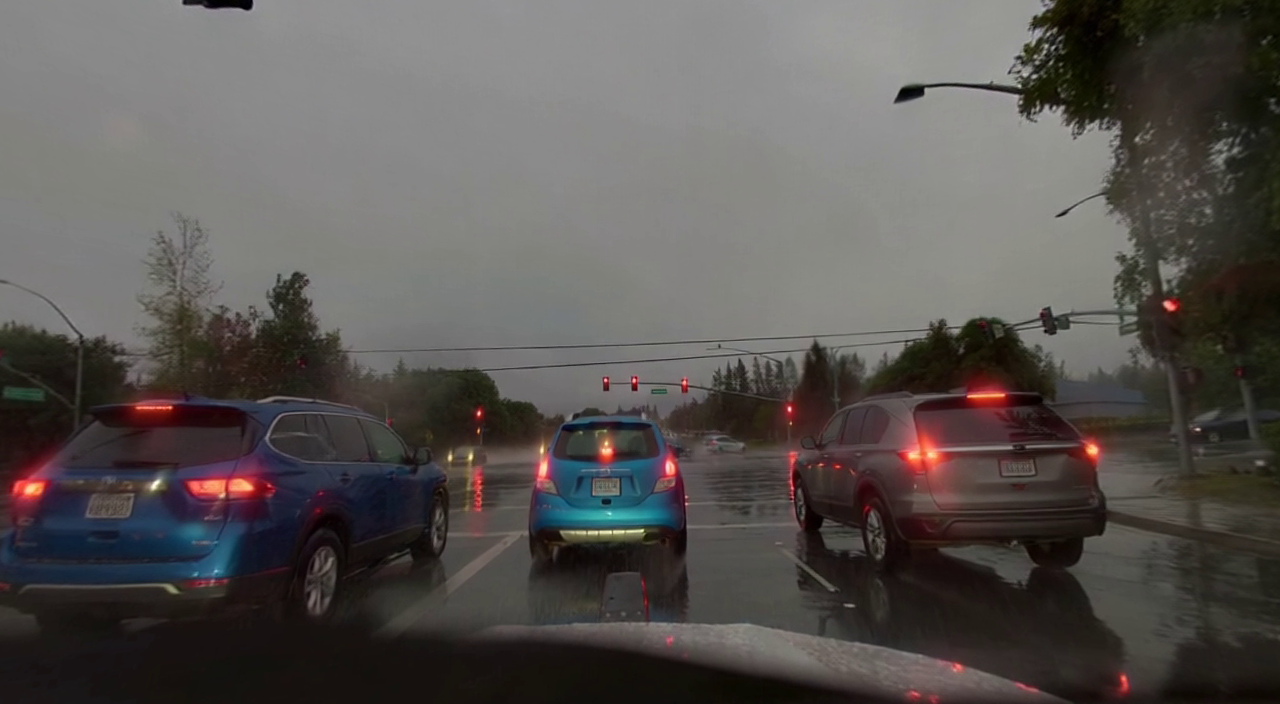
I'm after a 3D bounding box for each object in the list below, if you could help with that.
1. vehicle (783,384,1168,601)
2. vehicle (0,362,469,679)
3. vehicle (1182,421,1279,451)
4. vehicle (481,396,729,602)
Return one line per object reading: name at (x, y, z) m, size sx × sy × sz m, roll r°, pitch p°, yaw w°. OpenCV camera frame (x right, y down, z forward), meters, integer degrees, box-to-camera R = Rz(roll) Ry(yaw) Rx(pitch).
vehicle at (3.272, 1.484, 7.508) m, size 2.083 × 1.779 × 4.532 m, roll 0°, pitch -8°, yaw 0°
vehicle at (-3.280, 1.284, 5.899) m, size 2.047 × 1.810 × 4.414 m, roll 0°, pitch -8°, yaw 1°
vehicle at (32.803, 4.652, 34.753) m, size 4.175 × 1.634 × 1.877 m, roll 1°, pitch -8°, yaw -4°
vehicle at (-0.239, 1.515, 7.319) m, size 2.067 × 1.702 × 3.987 m, roll 0°, pitch -8°, yaw 2°
